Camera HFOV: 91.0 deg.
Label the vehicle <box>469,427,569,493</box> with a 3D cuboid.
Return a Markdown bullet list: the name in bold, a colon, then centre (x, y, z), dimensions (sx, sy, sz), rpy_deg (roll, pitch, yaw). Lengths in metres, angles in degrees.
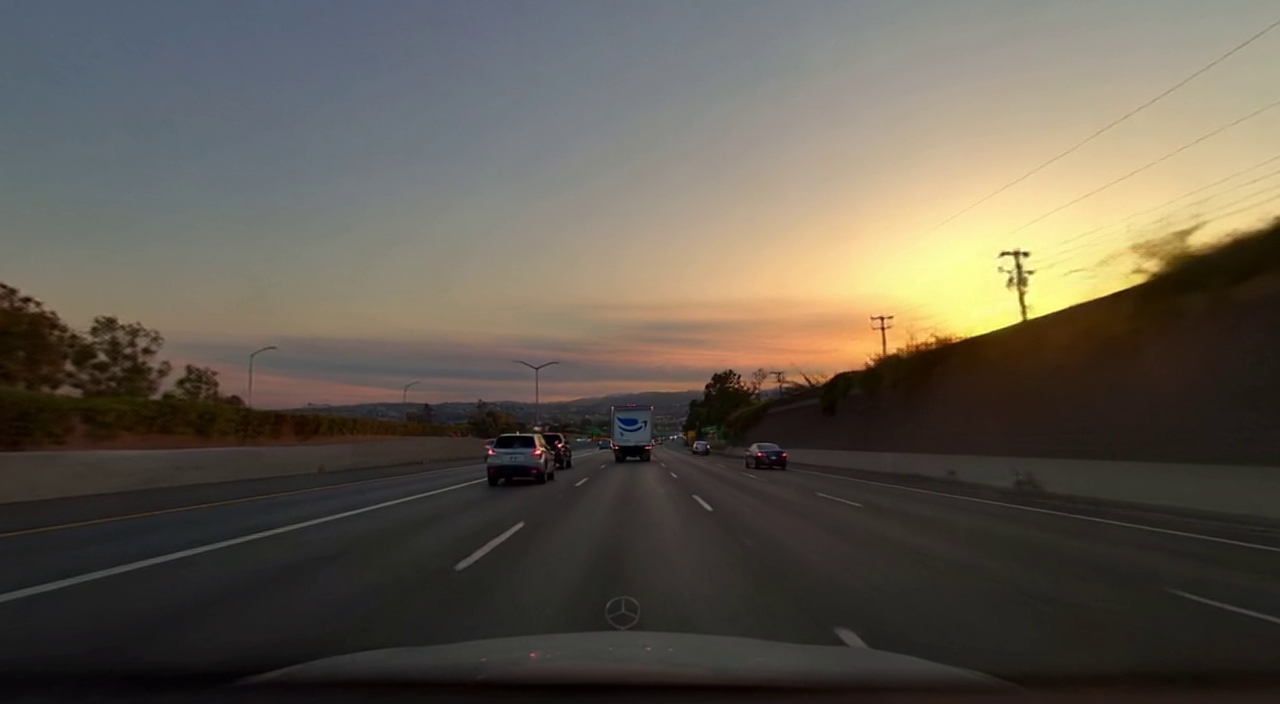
- **vehicle**: centre (-3.435, 3.166, 18.741), dimensions (2.095, 1.688, 4.188), rpy_deg (0, -9, 1)

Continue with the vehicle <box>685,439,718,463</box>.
- **vehicle**: centre (4.537, 7.349, 46.690), dimensions (2.067, 1.654, 3.985), rpy_deg (0, -9, 0)

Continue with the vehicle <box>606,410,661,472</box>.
- **vehicle**: centre (-0.301, 4.428, 31.159), dimensions (2.456, 2.705, 6.251), rpy_deg (1, -9, 0)

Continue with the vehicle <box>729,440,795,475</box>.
- **vehicle**: centre (5.572, 4.886, 29.387), dimensions (1.970, 1.499, 4.491), rpy_deg (1, -9, -3)
